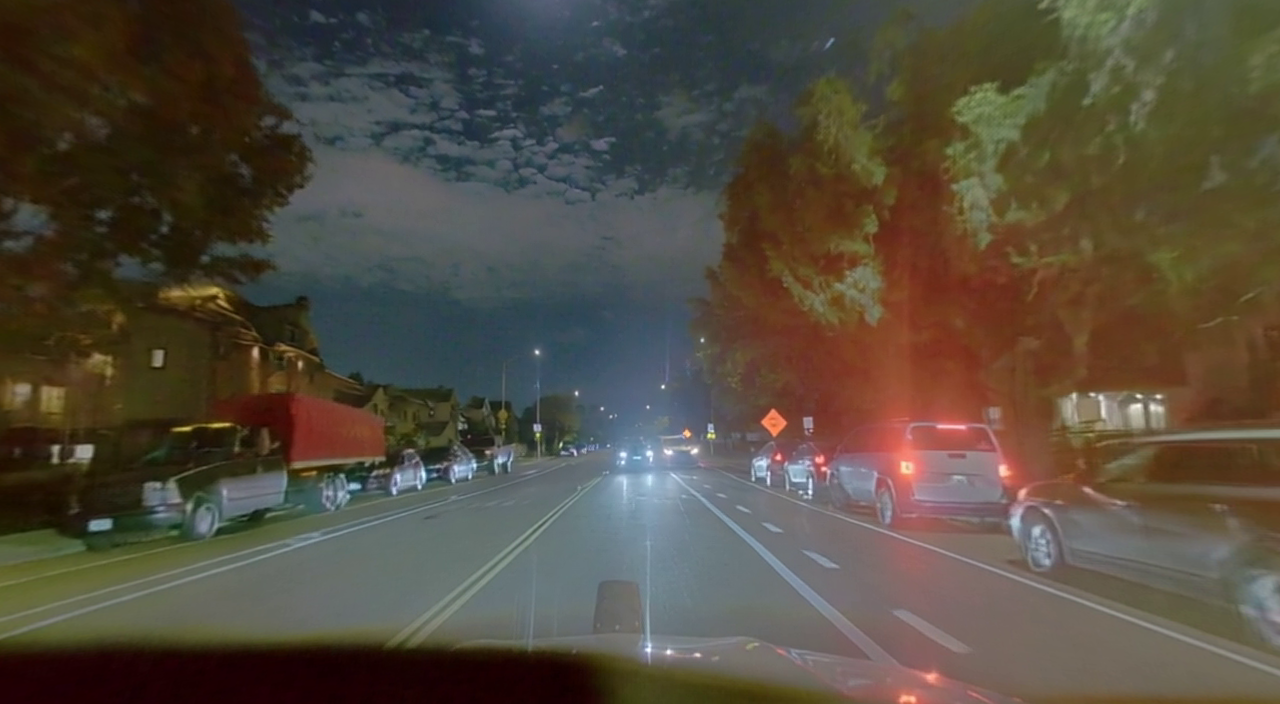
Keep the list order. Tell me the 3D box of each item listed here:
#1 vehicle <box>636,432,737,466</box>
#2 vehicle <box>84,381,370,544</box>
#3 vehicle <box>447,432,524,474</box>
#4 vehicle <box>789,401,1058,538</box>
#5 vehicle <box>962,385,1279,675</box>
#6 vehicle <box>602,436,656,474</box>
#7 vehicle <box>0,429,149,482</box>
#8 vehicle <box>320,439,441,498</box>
[{"bbox_3d":[2.687,5.667,37.073,5.503,1.853,2.218,-5,-10,31],"label":"vehicle"},{"bbox_3d":[-7.647,2.089,12.411,2.526,2.631,4.228,0,-8,2],"label":"vehicle"},{"bbox_3d":[-8.299,5.504,34.578,2.659,2.047,6.014,0,-8,0],"label":"vehicle"},{"bbox_3d":[4.767,2.119,12.032,2.279,1.946,5.925,0,-8,-1],"label":"vehicle"},{"bbox_3d":[4.940,1.246,4.990,2.225,1.715,4.755,0,-8,0],"label":"vehicle"},{"bbox_3d":[-0.388,4.363,26.935,2.151,1.481,4.084,0,-8,1],"label":"vehicle"},{"bbox_3d":[-23.152,4.191,25.668,4.491,2.031,2.045,0,-8,1],"label":"vehicle"},{"bbox_3d":[-8.096,3.644,20.166,2.036,1.676,4.440,0,-8,-1],"label":"vehicle"}]
